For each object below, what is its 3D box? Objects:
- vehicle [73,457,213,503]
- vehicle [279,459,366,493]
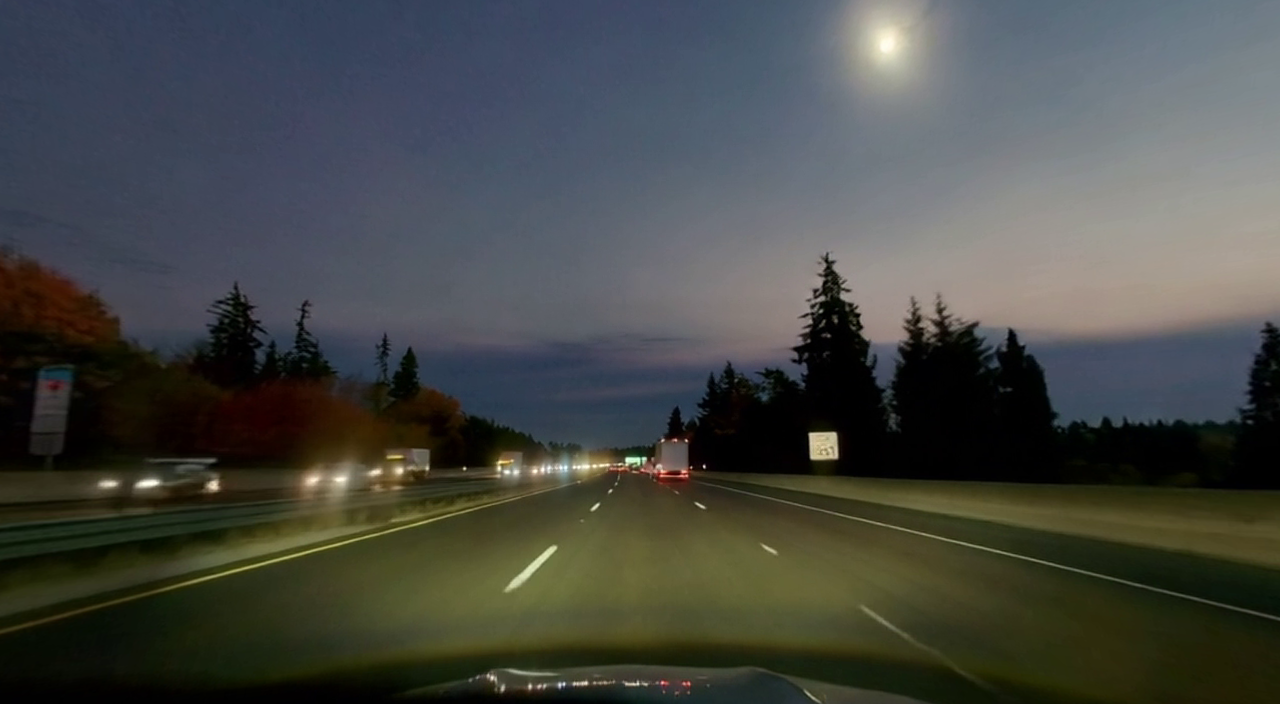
[{"bbox_3d":[-19.489,5.036,25.039,1.944,1.636,4.409,1,-10,-1],"label":"vehicle"},{"bbox_3d":[-15.914,6.238,31.885,1.960,1.568,4.592,1,-10,0],"label":"vehicle"}]
